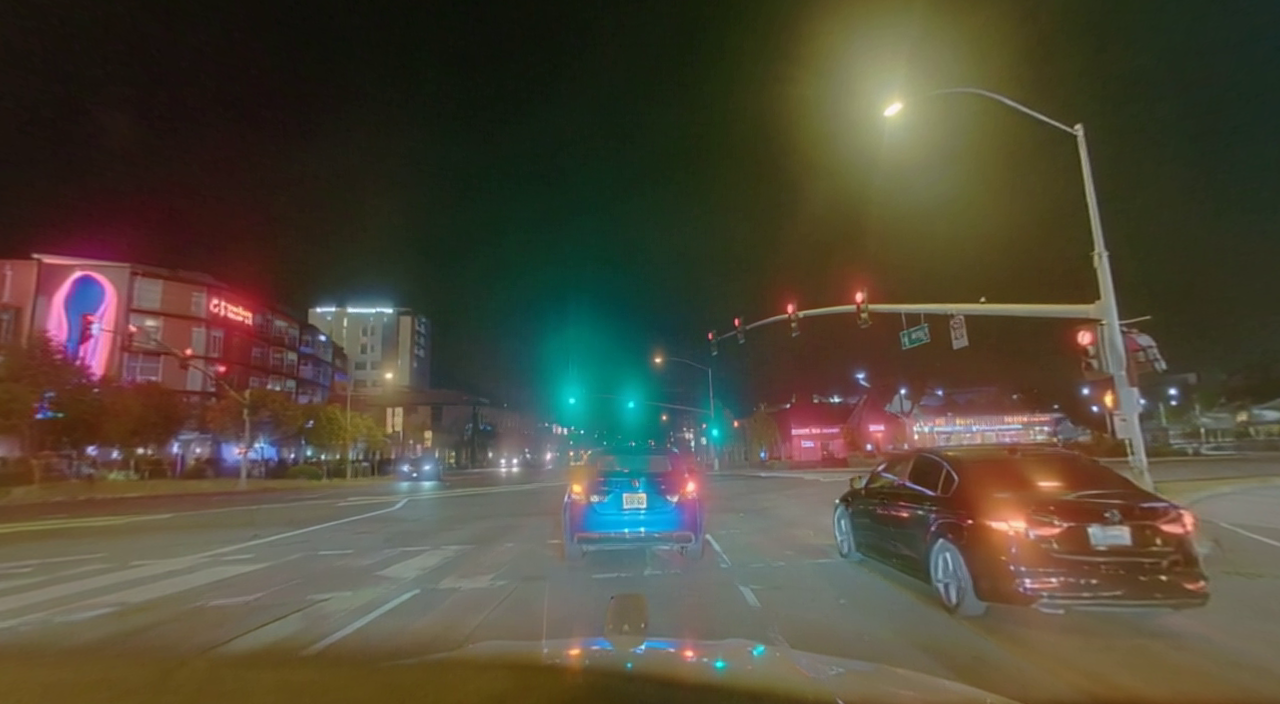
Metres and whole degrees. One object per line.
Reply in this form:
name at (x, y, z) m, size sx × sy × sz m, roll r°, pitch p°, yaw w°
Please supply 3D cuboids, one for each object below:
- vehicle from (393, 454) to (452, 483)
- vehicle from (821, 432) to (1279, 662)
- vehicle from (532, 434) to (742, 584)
vehicle at (-14.611, 7.809, 42.645) m, size 2.126 × 1.782 × 4.880 m, roll 0°, pitch -8°, yaw 1°
vehicle at (3.351, 1.543, 6.110) m, size 1.860 × 1.430 × 4.089 m, roll 0°, pitch -8°, yaw -2°
vehicle at (-0.058, 1.875, 8.416) m, size 2.094 × 1.481 × 4.078 m, roll 0°, pitch -8°, yaw -1°
